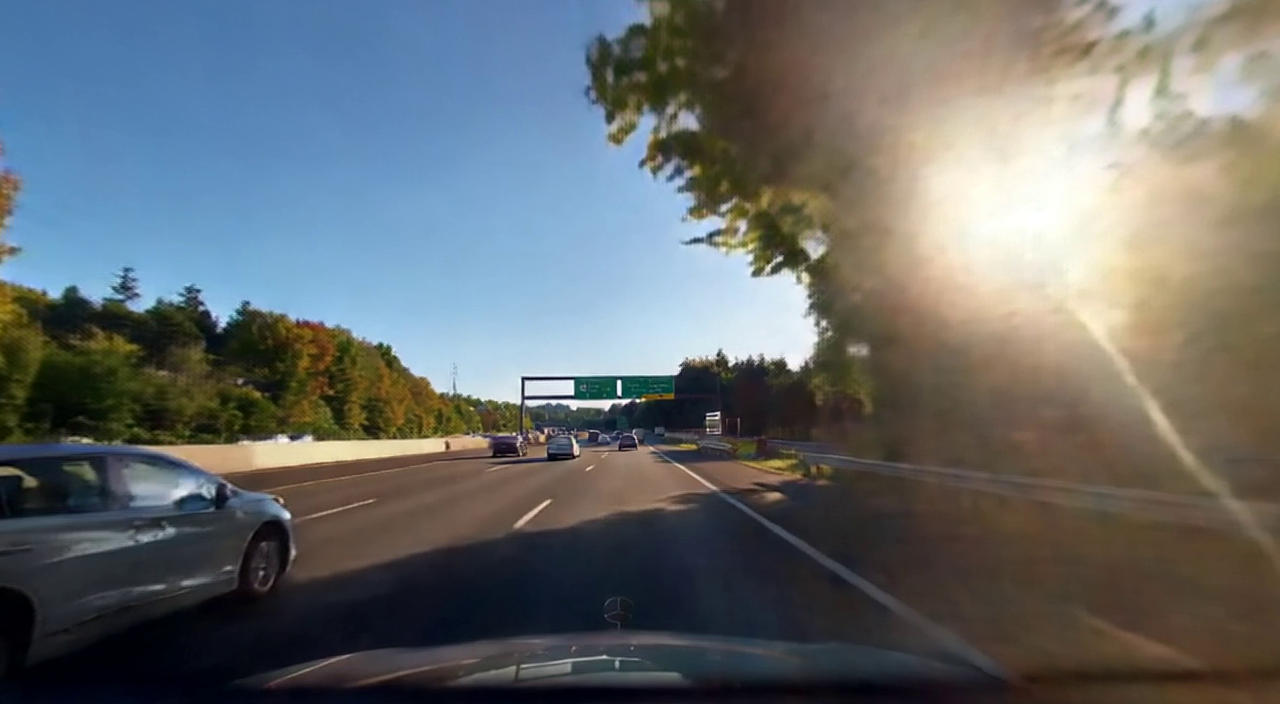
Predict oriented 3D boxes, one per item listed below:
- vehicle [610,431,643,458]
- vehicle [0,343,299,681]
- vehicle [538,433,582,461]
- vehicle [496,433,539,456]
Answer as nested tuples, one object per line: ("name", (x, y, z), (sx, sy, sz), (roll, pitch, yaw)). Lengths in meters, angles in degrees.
("vehicle", (-0.831, 5.785, 39.622), (2.002, 1.611, 3.778), (0, -8, 0))
("vehicle", (-4.485, 0.984, 4.231), (1.971, 1.822, 4.366), (0, -8, -1))
("vehicle", (-4.421, 5.311, 35.291), (1.909, 1.445, 4.087), (0, -8, 0))
("vehicle", (-8.295, 6.314, 43.109), (1.953, 1.524, 4.863), (0, -8, 0))
